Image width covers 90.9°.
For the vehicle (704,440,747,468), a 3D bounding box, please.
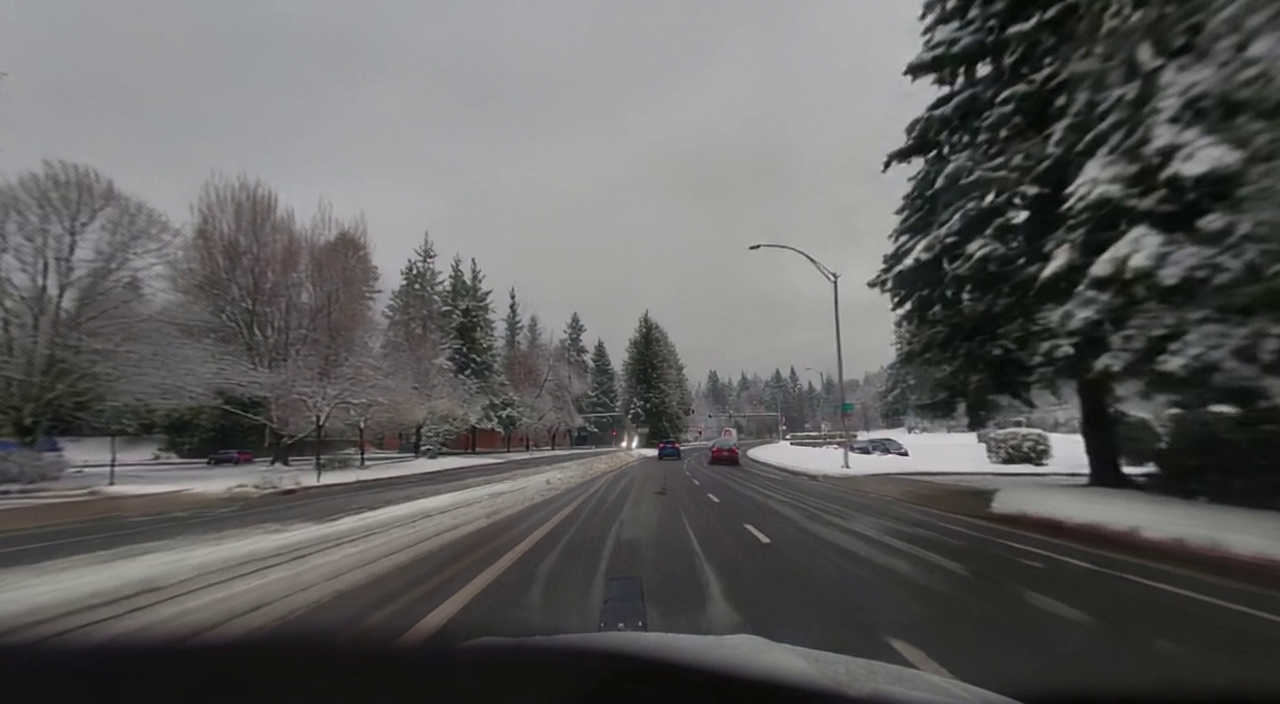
[{"bbox_3d":[4.815,5.790,36.013,1.989,1.497,4.436,0,-8,2],"label":"vehicle"}]
